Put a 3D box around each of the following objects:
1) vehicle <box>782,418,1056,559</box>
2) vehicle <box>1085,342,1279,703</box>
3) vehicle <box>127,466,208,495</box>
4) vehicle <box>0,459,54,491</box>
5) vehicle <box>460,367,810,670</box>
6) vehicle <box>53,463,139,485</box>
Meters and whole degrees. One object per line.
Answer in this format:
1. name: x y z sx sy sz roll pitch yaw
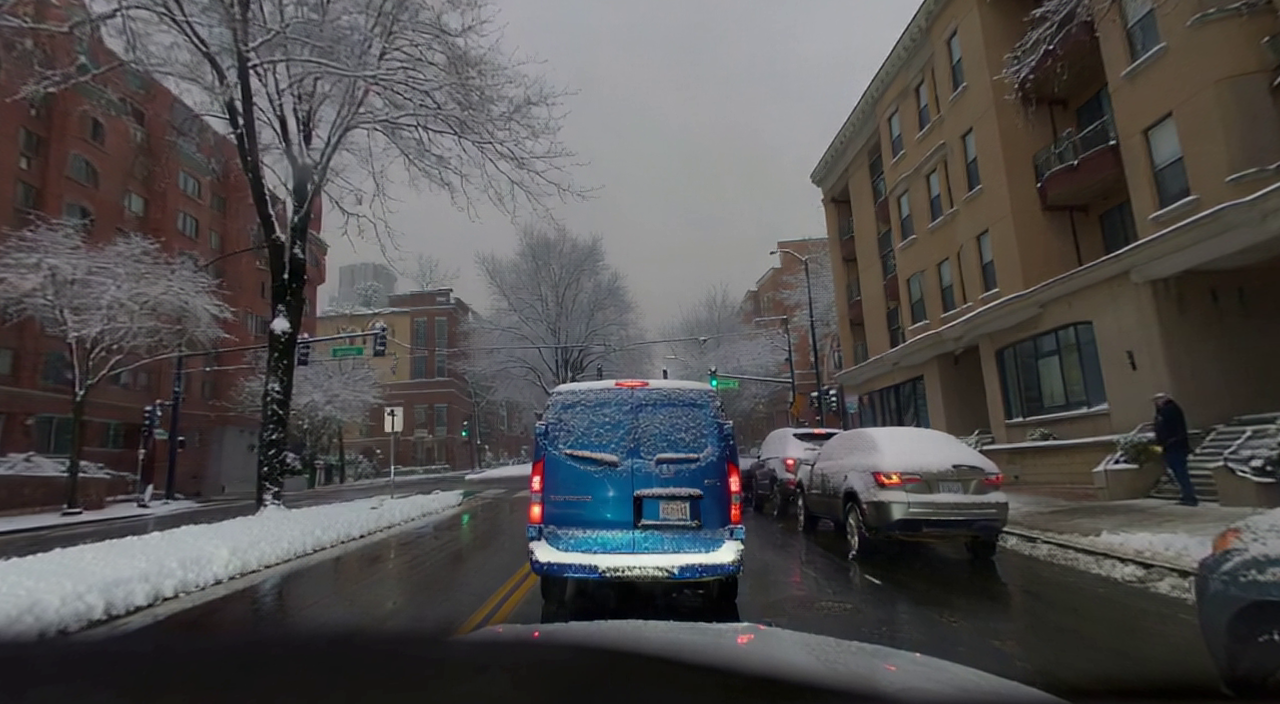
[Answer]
1. vehicle: 3.917 2.009 10.044 2.061 1.676 4.734 0 -9 -2
2. vehicle: 3.809 0.692 1.730 2.157 1.748 4.130 0 -9 1
3. vehicle: -33.281 9.056 44.509 4.292 1.492 1.772 -6 -14 -1
4. vehicle: -35.470 6.828 35.122 3.843 1.680 1.782 -1 -9 4
5. vehicle: -0.032 1.324 6.032 2.101 1.828 4.270 0 -9 0
6. vehicle: -38.460 8.628 44.621 4.396 1.458 1.809 -1 -9 2
